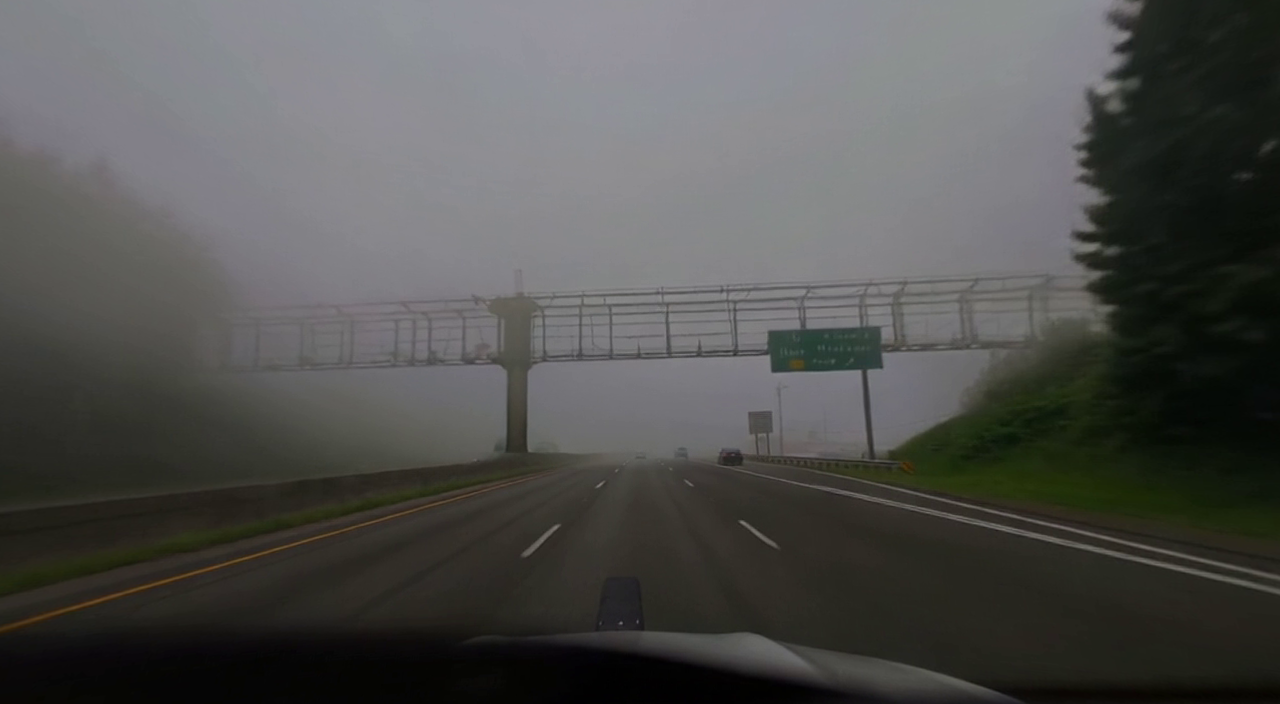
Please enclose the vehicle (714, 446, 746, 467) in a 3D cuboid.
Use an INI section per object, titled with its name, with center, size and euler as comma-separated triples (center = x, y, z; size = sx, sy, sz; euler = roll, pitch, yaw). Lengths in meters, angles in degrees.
[vehicle]
center = 6.881, 7.986, 48.498
size = 1.923, 1.516, 3.815
euler = 0, -9, 0
